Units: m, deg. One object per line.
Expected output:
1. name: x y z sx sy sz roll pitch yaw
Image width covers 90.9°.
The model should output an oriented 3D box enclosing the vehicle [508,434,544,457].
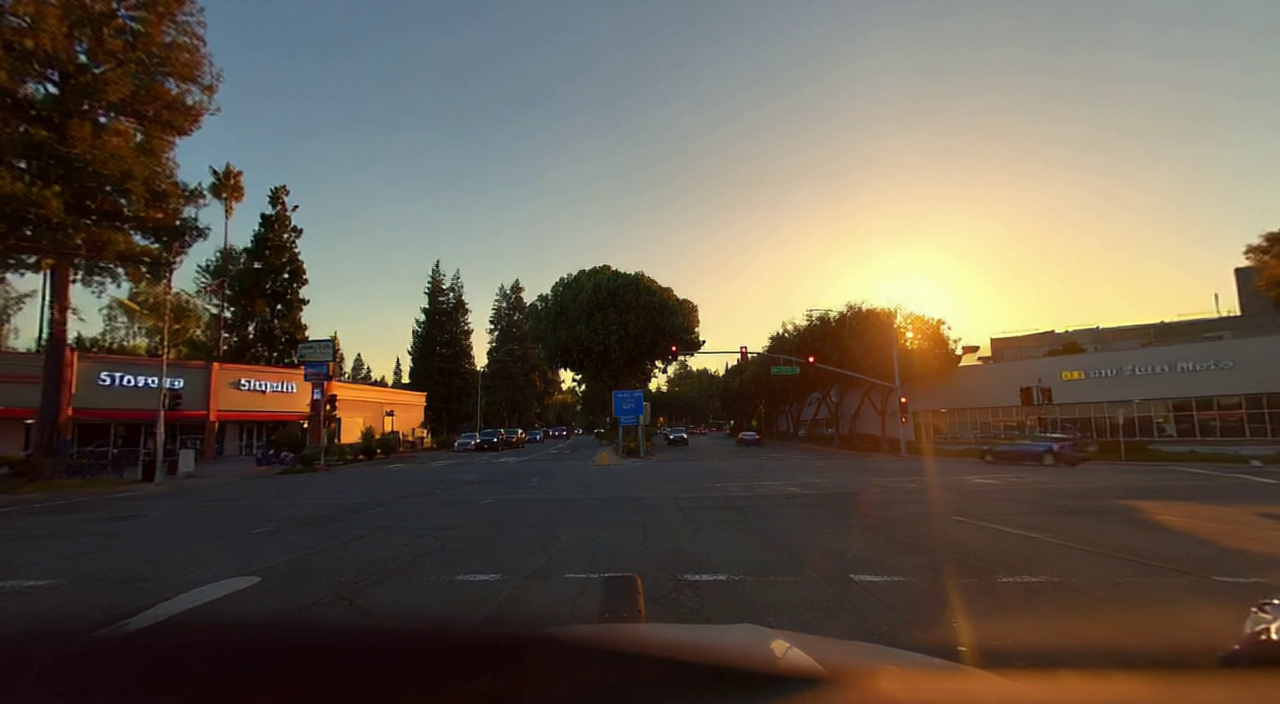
1. vehicle: -8.073 6.665 45.088 1.920 1.546 4.086 0 -9 -1

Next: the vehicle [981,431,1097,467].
1. vehicle: 19.856 4.865 31.687 4.667 1.664 1.936 -5 -10 27

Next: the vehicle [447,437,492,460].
1. vehicle: -11.794 6.688 43.894 2.111 1.499 4.371 0 -9 -3
